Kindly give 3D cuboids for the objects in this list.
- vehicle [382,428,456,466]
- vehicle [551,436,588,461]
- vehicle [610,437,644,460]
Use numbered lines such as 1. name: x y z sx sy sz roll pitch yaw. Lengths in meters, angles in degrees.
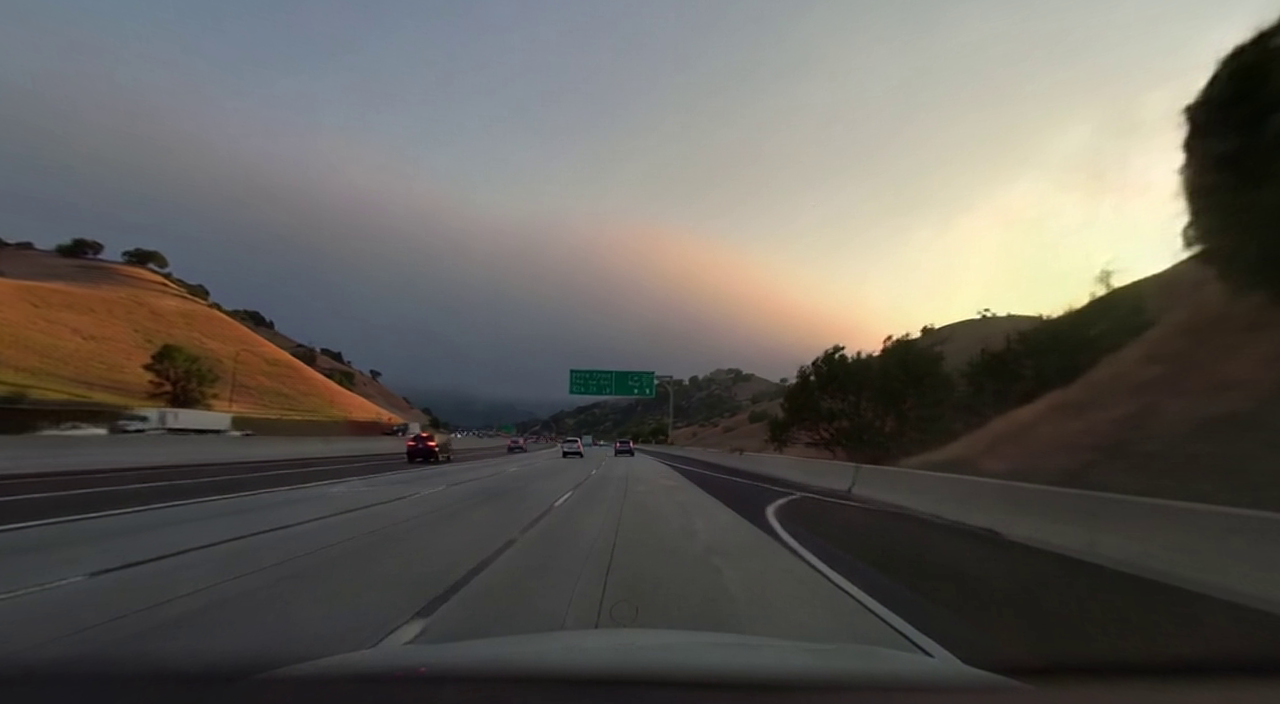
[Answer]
1. vehicle: -11.858 5.155 34.248 2.219 1.923 4.985 0 -8 0
2. vehicle: -4.776 6.597 43.110 2.060 1.631 4.214 0 -8 -1
3. vehicle: -1.010 7.166 46.906 2.421 1.594 4.248 0 -8 -2
